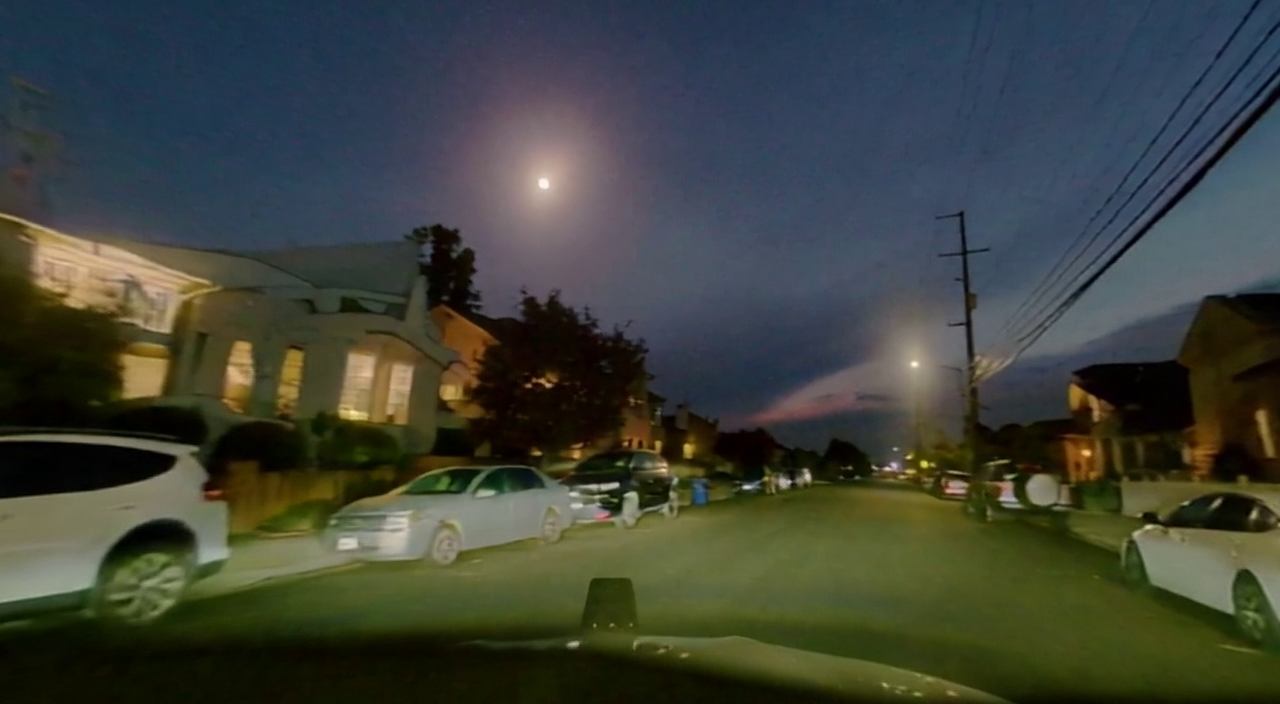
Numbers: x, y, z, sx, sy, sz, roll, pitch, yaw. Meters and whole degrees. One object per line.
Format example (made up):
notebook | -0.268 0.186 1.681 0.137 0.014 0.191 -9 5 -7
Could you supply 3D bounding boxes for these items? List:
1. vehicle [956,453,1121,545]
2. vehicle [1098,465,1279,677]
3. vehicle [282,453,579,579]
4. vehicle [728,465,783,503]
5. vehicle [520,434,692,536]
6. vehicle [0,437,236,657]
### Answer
vehicle | 10.874 3.933 17.906 2.547 2.075 5.693 -3 -9 18
vehicle | 6.371 1.916 6.022 1.973 1.517 4.604 -3 -9 20
vehicle | -2.810 2.376 9.721 1.823 1.427 4.407 -6 -12 22
vehicle | 5.987 6.684 32.307 1.971 1.648 4.638 -3 -9 20
vehicle | -0.594 3.143 15.175 2.194 1.995 4.814 -6 -12 22
vehicle | -5.240 1.291 4.207 1.754 1.437 3.885 -4 -12 21
